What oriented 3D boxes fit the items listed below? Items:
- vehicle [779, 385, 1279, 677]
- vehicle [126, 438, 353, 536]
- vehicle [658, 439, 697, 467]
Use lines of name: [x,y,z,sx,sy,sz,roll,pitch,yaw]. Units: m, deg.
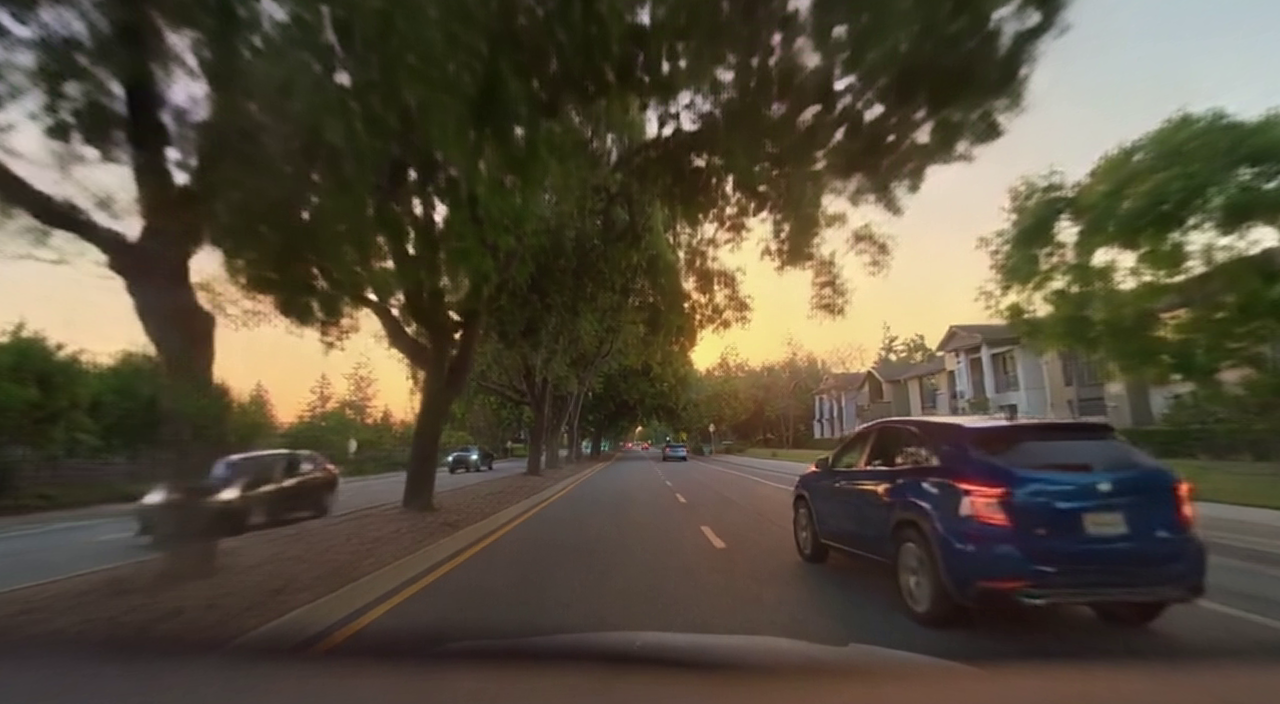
vehicle: [2.895,1.322,5.826,2.066,1.603,4.475,0,-9,-2]
vehicle: [-8.132,2.738,13.470,1.973,1.701,4.338,0,-9,0]
vehicle: [2.365,6.484,40.700,2.164,1.725,4.285,0,-9,-1]
